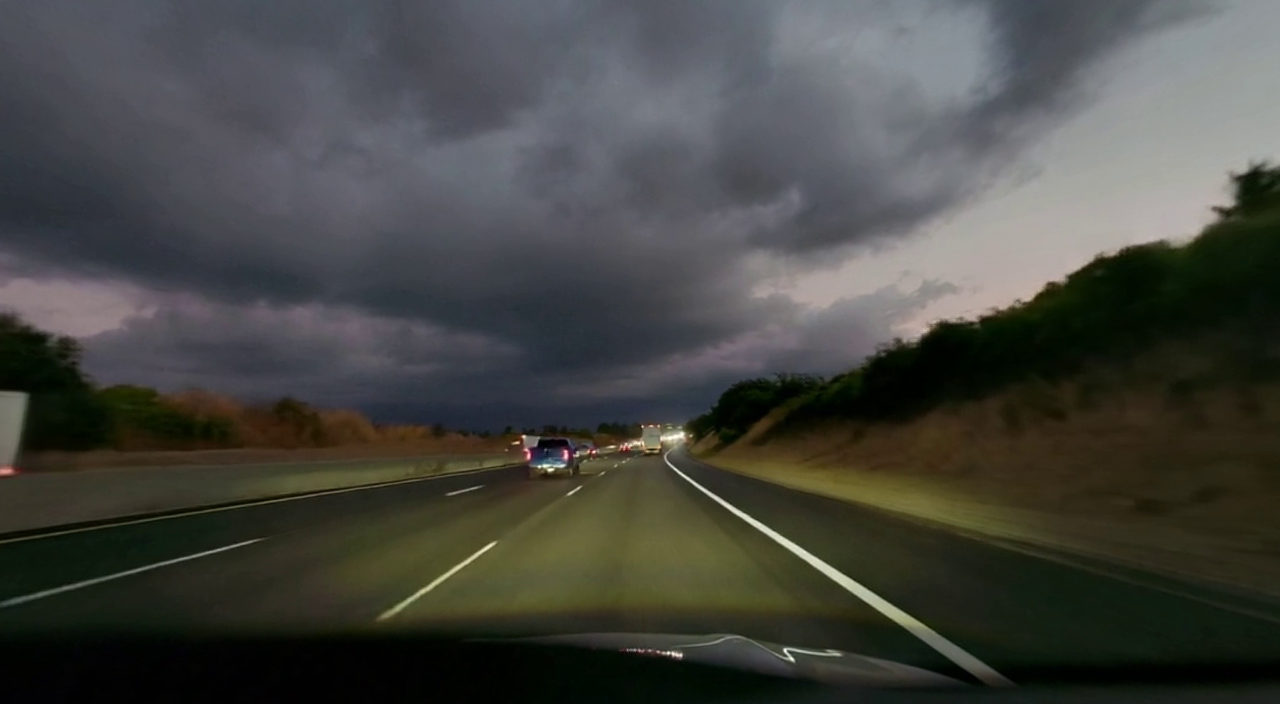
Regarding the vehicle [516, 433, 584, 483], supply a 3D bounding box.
[{"bbox_3d":[-3.836,4.677,28.049,2.216,1.949,5.237,0,-9,0],"label":"vehicle"}]
